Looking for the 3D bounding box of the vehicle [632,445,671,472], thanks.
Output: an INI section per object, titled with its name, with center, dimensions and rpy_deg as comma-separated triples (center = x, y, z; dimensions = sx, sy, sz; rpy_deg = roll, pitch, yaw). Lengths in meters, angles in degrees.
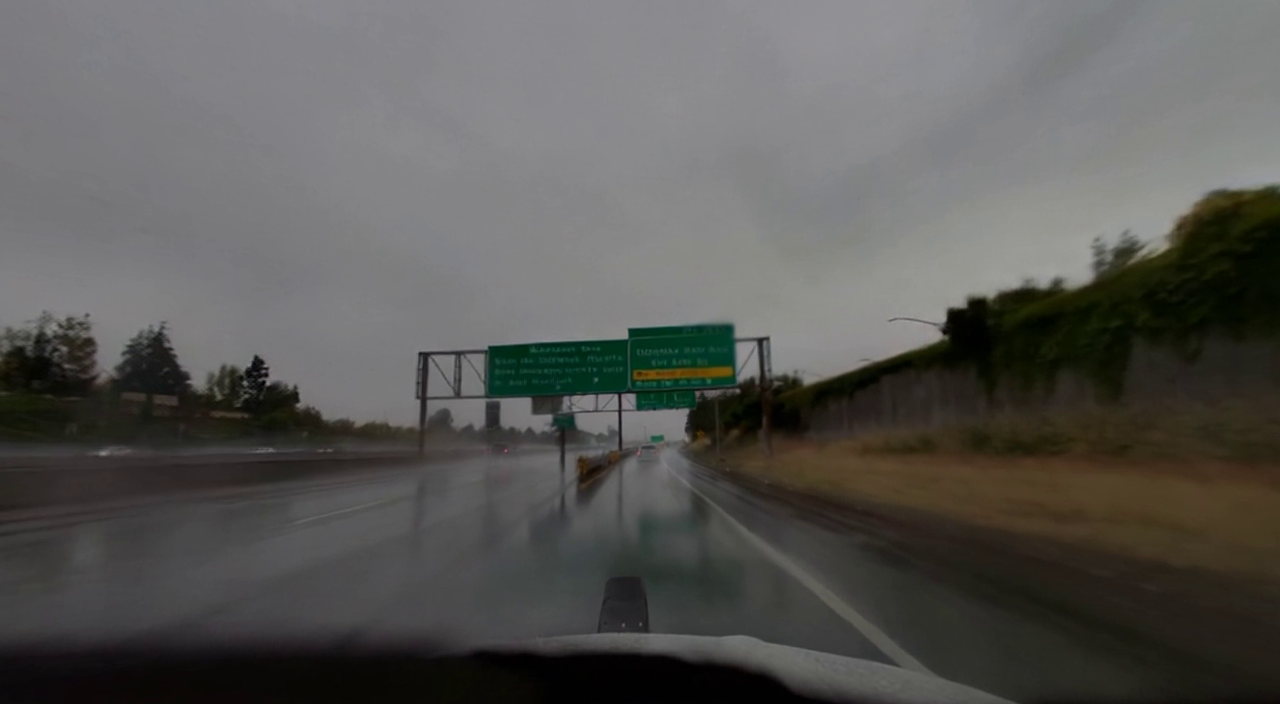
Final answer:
[vehicle]
center = 0.611, 6.103, 36.442
dimensions = 2.137, 1.461, 3.999
rpy_deg = 0, -8, 0
